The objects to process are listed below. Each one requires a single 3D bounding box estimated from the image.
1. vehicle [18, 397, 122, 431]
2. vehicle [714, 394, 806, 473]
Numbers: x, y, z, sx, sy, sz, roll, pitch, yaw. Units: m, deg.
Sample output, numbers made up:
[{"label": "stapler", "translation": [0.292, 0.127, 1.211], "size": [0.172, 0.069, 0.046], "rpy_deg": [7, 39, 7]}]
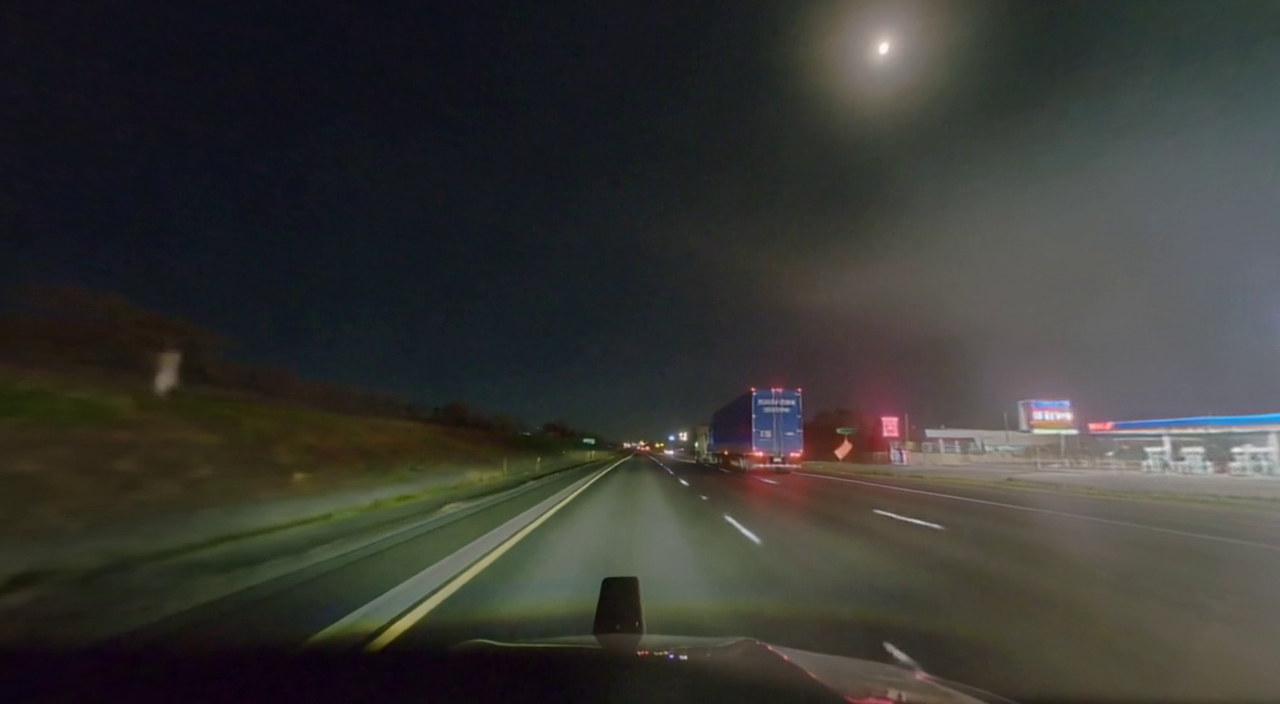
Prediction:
[{"label": "vehicle", "translation": [-27.819, 3.099, 30.965], "size": [1.644, 1.458, 3.682], "rpy_deg": [0, -8, -1]}, {"label": "vehicle", "translation": [7.260, 5.452, 41.264], "size": [2.912, 4.153, 15.866], "rpy_deg": [0, -8, 0]}]
